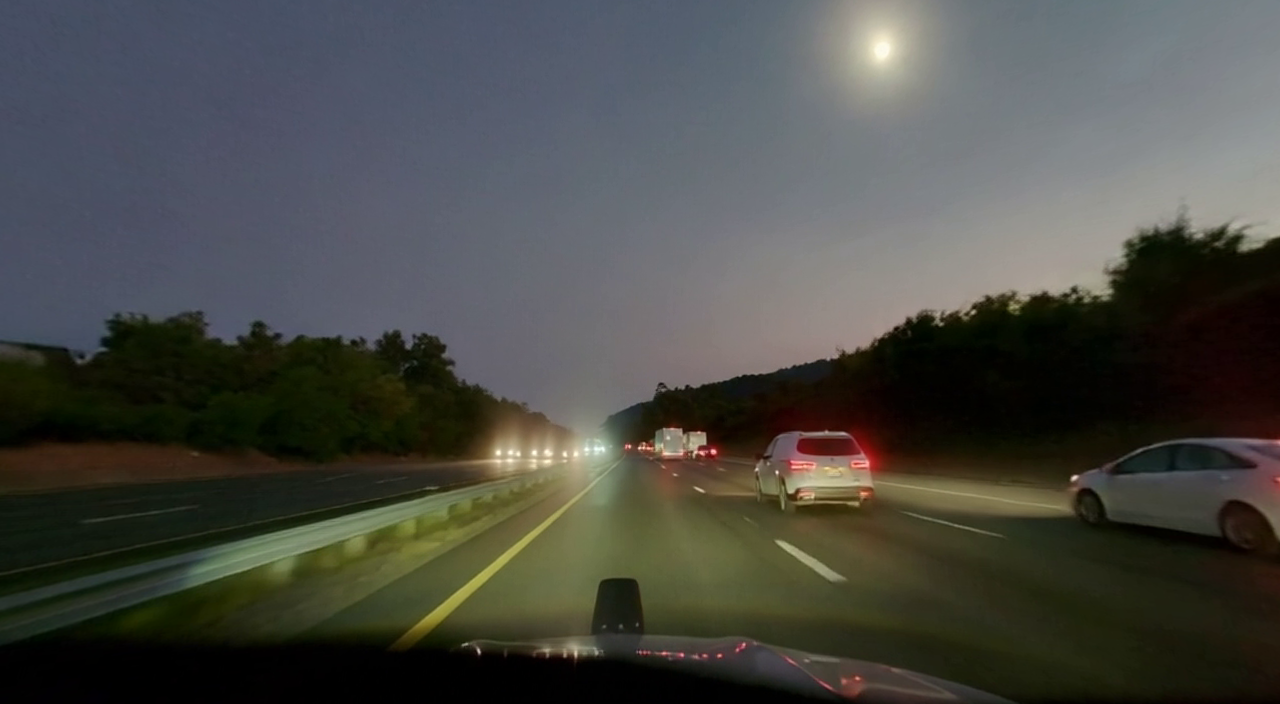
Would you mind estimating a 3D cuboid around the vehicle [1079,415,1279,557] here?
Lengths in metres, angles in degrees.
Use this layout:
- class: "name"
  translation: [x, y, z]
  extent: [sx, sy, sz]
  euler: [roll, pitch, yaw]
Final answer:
- class: "vehicle"
  translation: [8.451, 1.709, 8.307]
  extent: [2.018, 1.636, 4.510]
  euler: [0, -9, -1]

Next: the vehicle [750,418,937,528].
- class: "vehicle"
  translation: [3.667, 2.296, 12.478]
  extent: [2.070, 1.751, 4.576]
  euler: [0, -9, -1]
